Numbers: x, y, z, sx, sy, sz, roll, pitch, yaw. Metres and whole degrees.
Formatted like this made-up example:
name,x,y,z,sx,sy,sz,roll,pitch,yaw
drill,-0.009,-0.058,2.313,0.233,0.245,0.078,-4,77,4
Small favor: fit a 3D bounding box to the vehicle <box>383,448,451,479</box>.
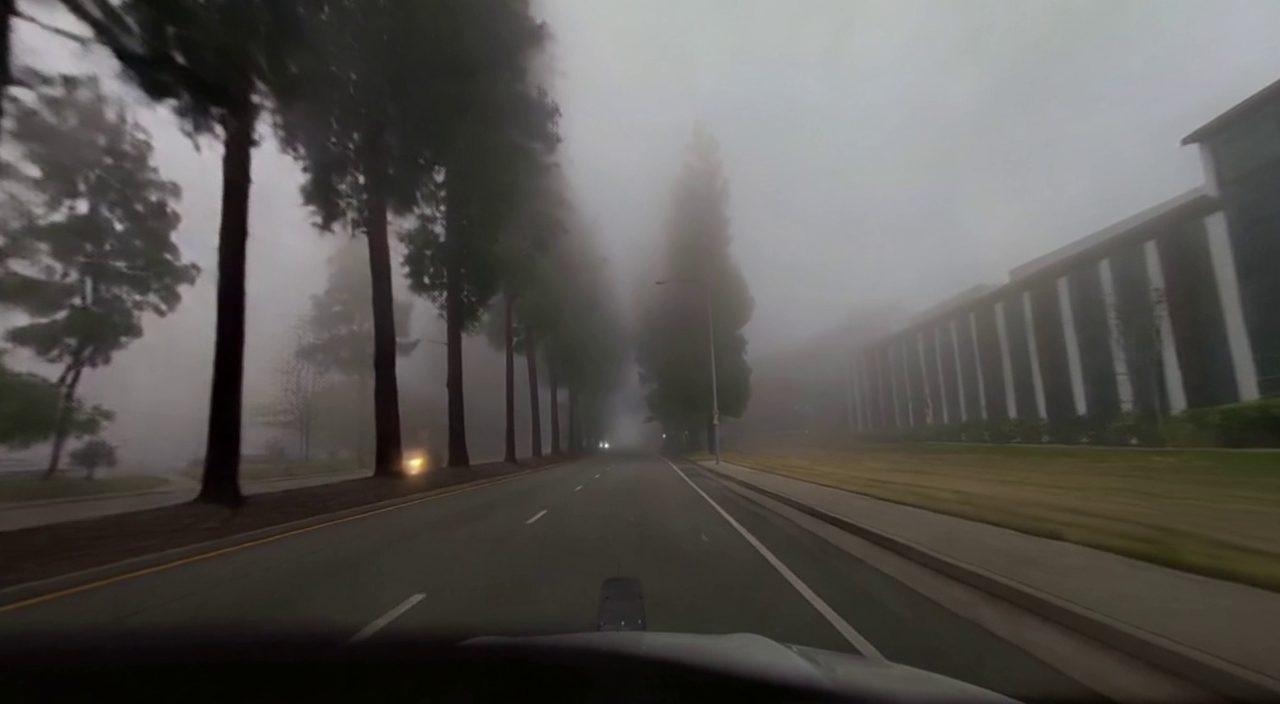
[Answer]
name,x,y,z,sx,sy,sz,roll,pitch,yaw
vehicle,-11.418,5.717,32.448,1.881,1.445,4.280,0,-8,1
